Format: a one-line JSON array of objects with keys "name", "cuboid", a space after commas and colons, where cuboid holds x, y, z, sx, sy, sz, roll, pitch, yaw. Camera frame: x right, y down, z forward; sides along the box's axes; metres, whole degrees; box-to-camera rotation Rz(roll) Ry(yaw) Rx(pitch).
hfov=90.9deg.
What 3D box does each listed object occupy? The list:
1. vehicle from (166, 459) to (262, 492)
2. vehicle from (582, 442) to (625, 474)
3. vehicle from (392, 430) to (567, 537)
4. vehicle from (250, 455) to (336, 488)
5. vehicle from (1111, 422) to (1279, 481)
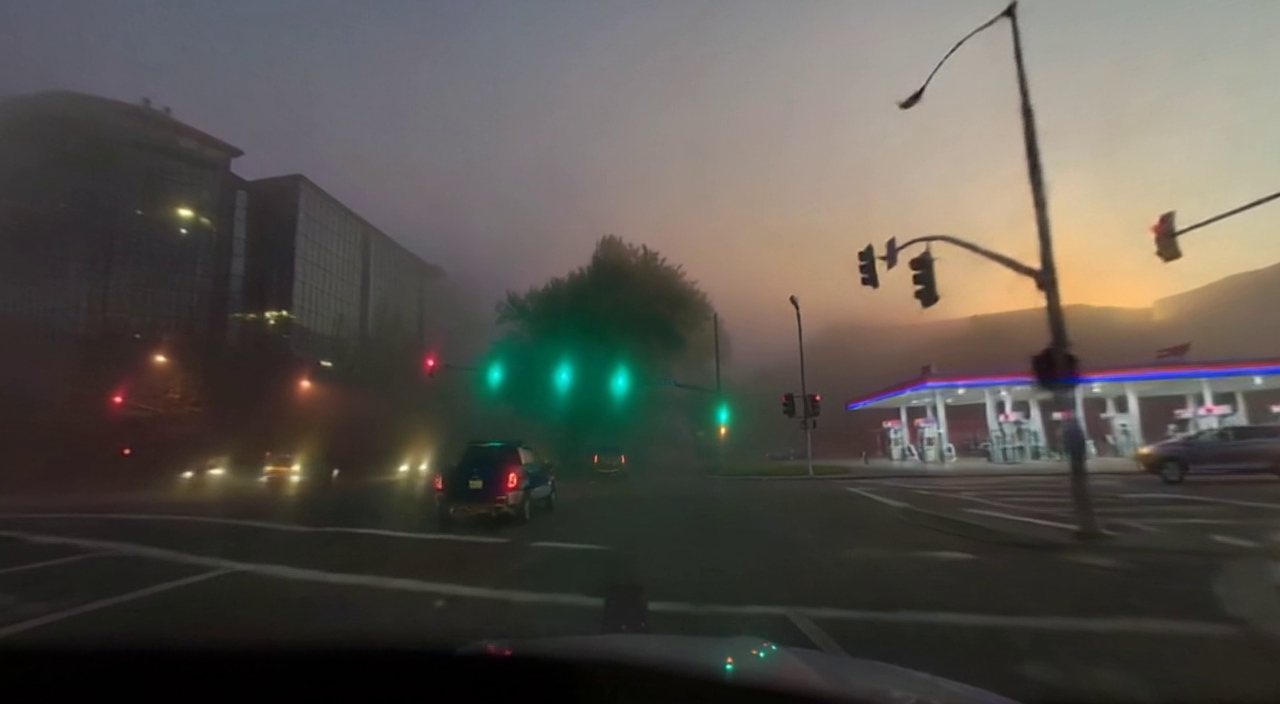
[{"name": "vehicle", "cuboid": [-23.503, 6.806, 35.041, 2.042, 1.631, 4.557, 0, -8, 2]}, {"name": "vehicle", "cuboid": [-2.563, 7.667, 45.918, 2.602, 2.091, 6.347, 0, -8, 2]}, {"name": "vehicle", "cuboid": [-2.899, 2.486, 12.595, 2.183, 1.731, 4.338, 0, -8, 2]}, {"name": "vehicle", "cuboid": [-20.042, 6.880, 36.678, 2.016, 1.697, 4.963, 0, -8, 2]}, {"name": "vehicle", "cuboid": [17.390, 2.845, 18.082, 5.708, 1.585, 2.070, -3, -9, 19]}]
